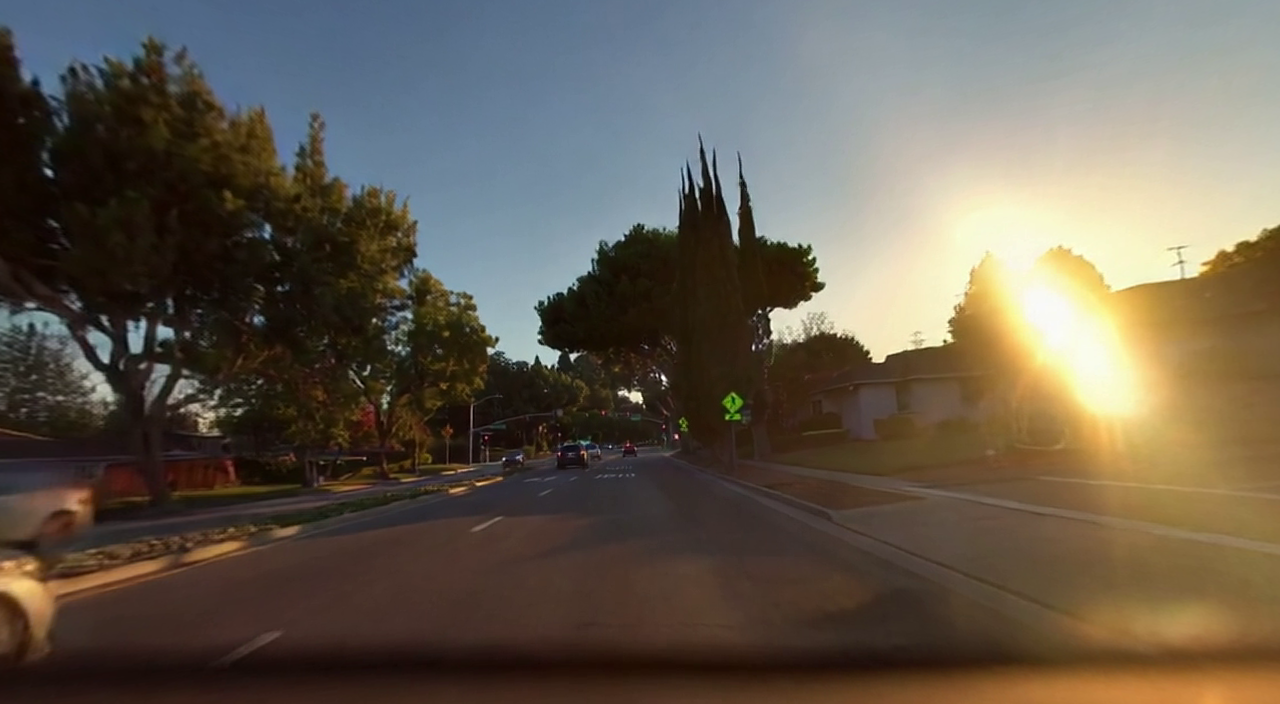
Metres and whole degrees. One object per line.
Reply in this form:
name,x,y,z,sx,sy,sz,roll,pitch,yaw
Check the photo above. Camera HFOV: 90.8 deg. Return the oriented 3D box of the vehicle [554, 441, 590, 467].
vehicle,-4.833,7.269,45.244,2.065,1.714,4.272,0,-8,0
